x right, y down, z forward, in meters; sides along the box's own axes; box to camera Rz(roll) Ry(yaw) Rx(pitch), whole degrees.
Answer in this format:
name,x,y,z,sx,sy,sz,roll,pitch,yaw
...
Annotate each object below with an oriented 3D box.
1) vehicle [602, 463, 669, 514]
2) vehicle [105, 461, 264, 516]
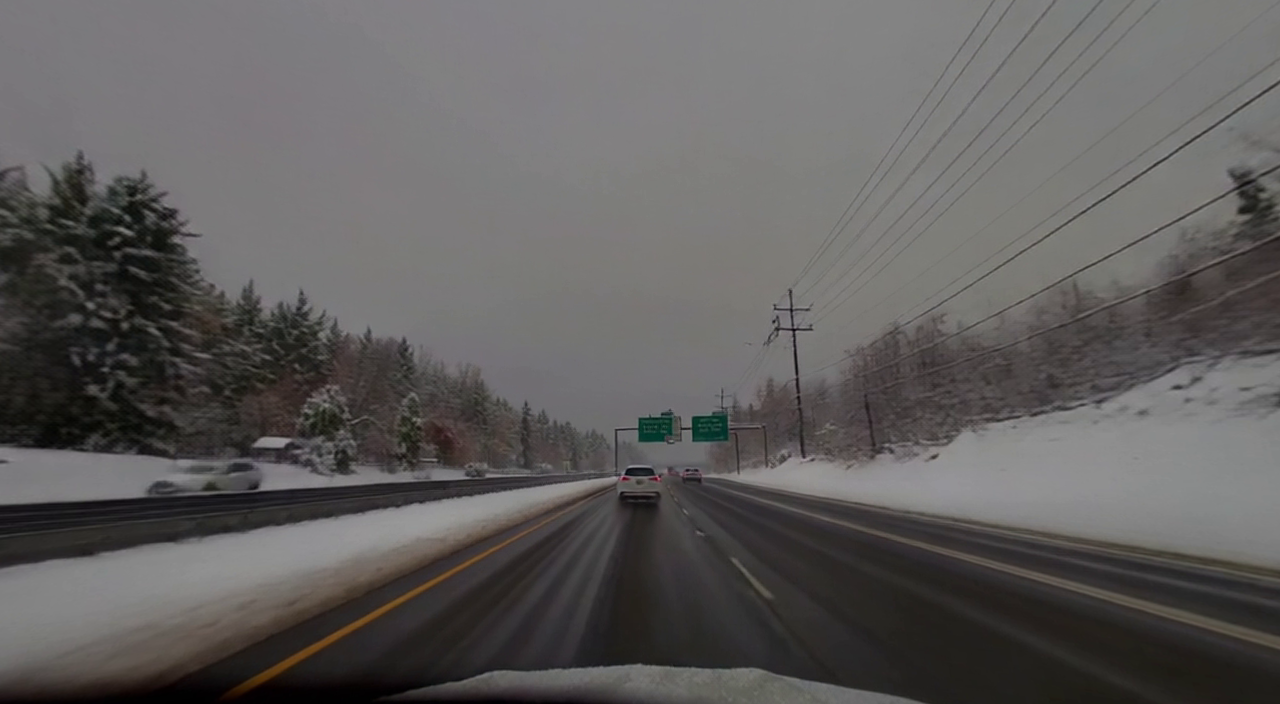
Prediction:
name,x,y,z,sx,sy,sz,roll,pitch,yaw
vehicle,-0.160,4.444,20.795,1.987,1.480,3.786,1,-10,-1
vehicle,-14.619,4.392,20.581,1.960,1.570,4.196,1,-10,1
